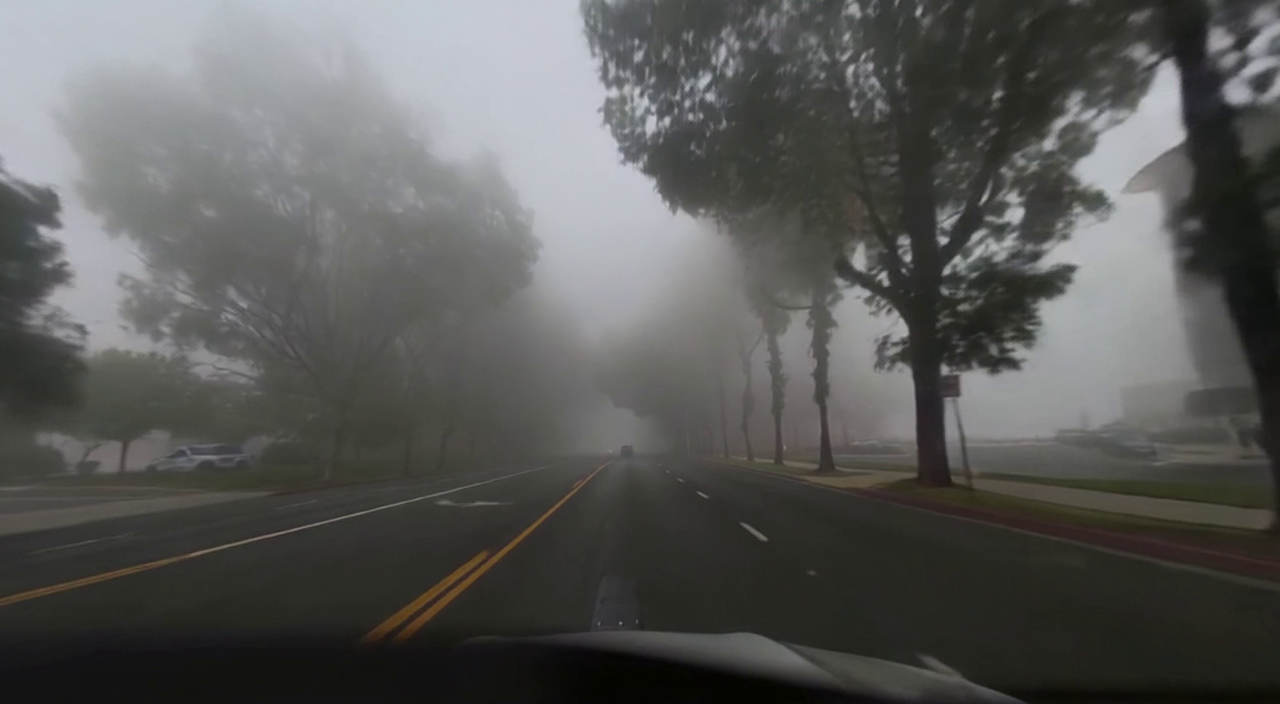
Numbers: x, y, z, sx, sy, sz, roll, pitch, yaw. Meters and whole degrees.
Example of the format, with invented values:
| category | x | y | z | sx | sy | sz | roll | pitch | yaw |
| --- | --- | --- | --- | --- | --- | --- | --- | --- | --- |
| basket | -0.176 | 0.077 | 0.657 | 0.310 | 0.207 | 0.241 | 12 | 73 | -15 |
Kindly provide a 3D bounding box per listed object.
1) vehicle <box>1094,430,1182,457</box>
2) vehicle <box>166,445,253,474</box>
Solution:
| category | x | y | z | sx | sy | sz | roll | pitch | yaw |
| --- | --- | --- | --- | --- | --- | --- | --- | --- | --- |
| vehicle | 33.938 | 6.240 | 43.206 | 1.999 | 1.674 | 4.627 | -2 | -8 | -4 |
| vehicle | -23.824 | 5.934 | 35.017 | 3.548 | 1.544 | 1.641 | 0 | -8 | 1 |
